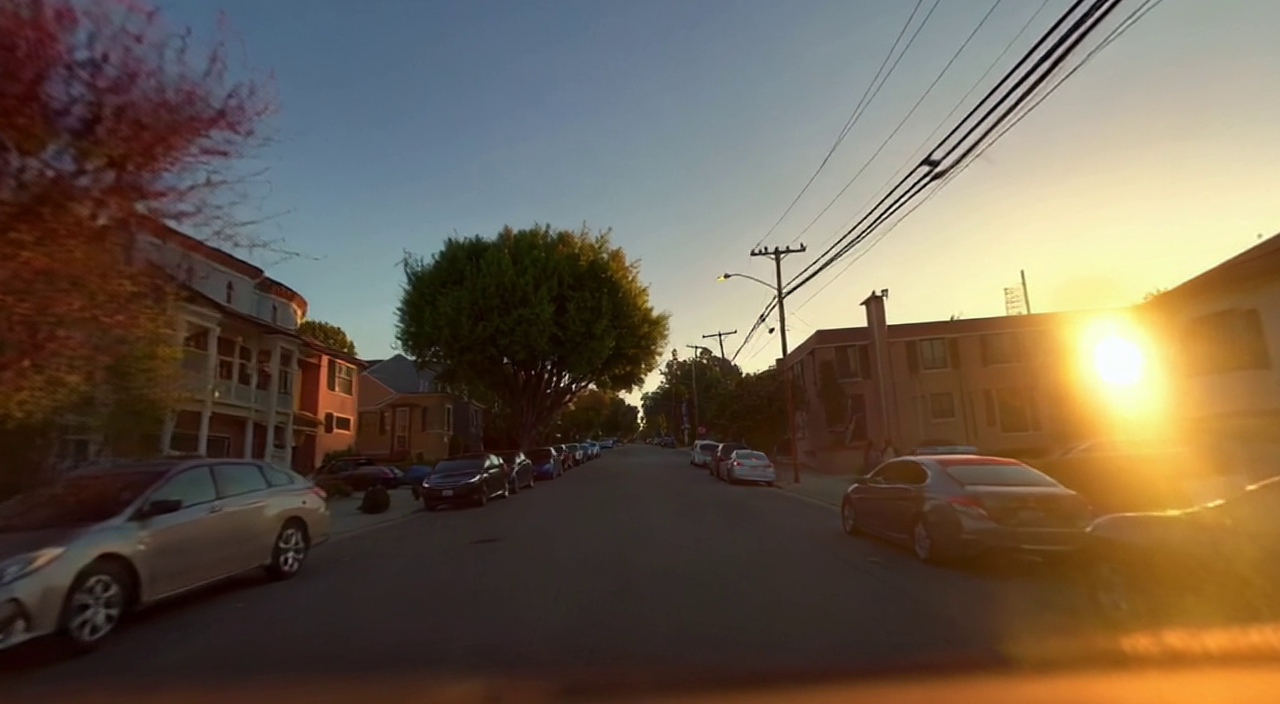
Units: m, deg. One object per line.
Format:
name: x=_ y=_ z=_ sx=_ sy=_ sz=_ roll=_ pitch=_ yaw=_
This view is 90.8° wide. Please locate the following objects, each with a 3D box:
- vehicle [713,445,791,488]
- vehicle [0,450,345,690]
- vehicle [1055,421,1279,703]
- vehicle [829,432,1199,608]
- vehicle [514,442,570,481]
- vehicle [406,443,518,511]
vehicle: x=4.312 y=4.484 z=25.110 sx=2.174 sy=1.504 sz=4.809 roll=0 pitch=-9 yaw=0
vehicle: x=-5.144 y=1.760 z=6.357 sx=2.109 sy=1.501 sz=4.522 roll=0 pitch=-9 yaw=1
vehicle: x=4.442 y=1.133 z=3.146 sx=1.864 sy=1.592 sz=4.221 roll=0 pitch=-9 yaw=0
vehicle: x=4.229 y=1.958 z=8.398 sx=2.057 sy=1.511 sz=4.858 roll=3 pitch=-9 yaw=1
vehicle: x=-5.218 y=5.916 z=34.503 sx=2.184 sy=1.958 sz=5.757 roll=0 pitch=-9 yaw=0
vehicle: x=-5.044 y=3.566 z=18.597 sx=2.032 sy=1.716 sz=4.382 roll=0 pitch=-9 yaw=0
